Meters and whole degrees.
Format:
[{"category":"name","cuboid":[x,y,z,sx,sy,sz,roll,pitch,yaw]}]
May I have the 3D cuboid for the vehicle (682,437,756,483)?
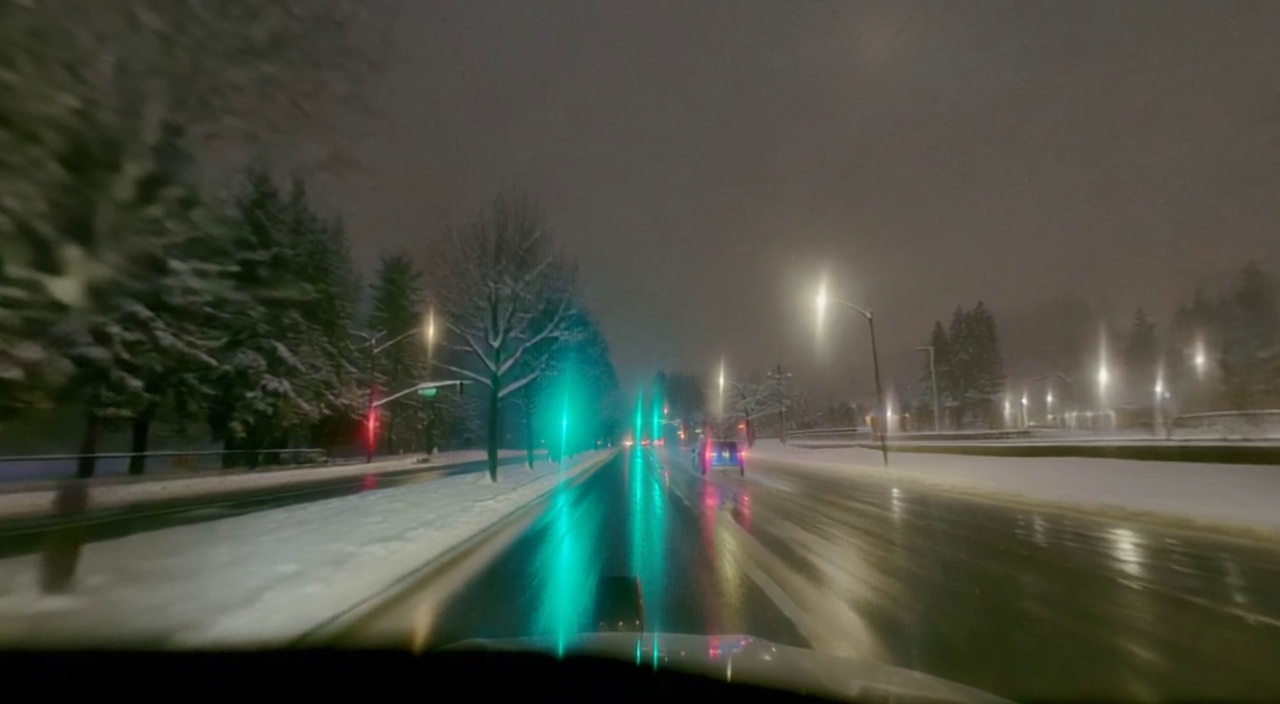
[{"category":"vehicle","cuboid":[2.721,3.858,22.862,2.056,1.483,4.091,0,-8,-1]}]
